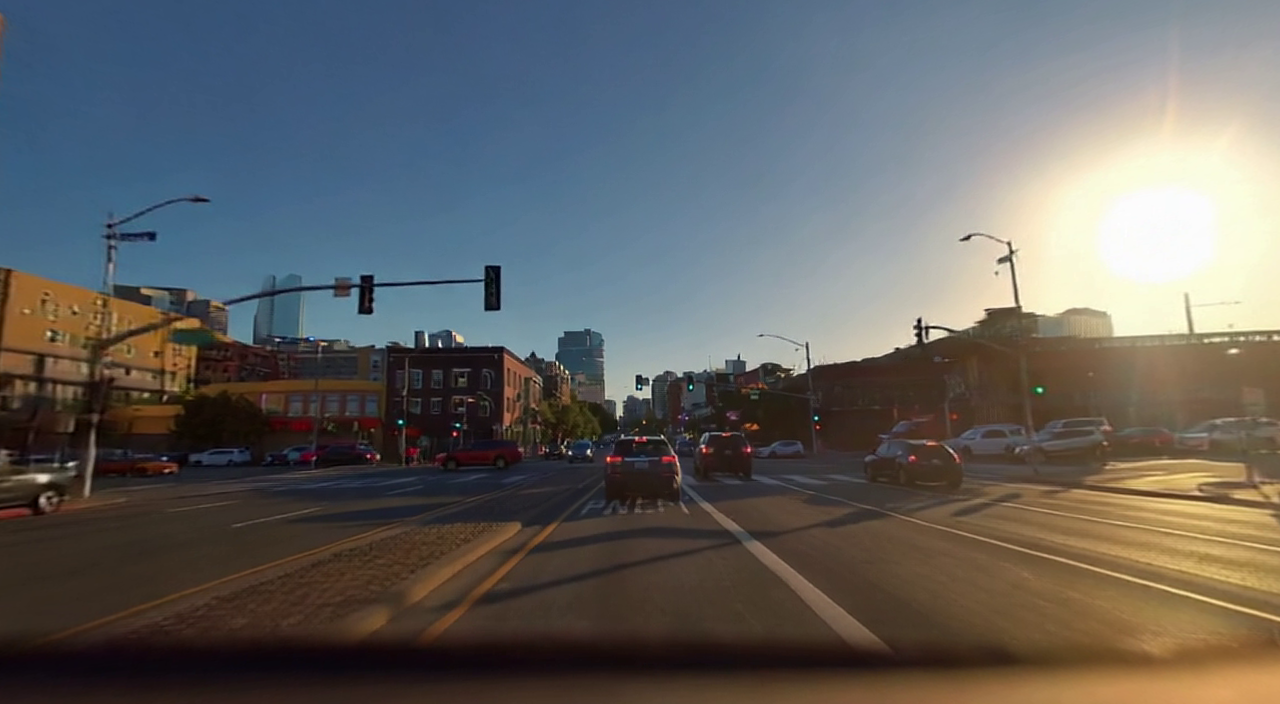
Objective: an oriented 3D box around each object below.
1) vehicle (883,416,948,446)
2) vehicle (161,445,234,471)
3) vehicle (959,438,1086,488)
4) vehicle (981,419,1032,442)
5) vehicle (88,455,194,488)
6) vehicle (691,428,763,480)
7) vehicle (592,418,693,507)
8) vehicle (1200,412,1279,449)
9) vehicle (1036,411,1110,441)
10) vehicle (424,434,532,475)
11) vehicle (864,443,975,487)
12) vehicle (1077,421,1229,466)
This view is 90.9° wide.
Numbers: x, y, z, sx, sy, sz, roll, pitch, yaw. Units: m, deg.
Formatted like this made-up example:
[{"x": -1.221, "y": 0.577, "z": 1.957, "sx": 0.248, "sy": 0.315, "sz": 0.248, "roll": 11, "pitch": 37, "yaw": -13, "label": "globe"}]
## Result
[{"x": 18.689, "y": 5.447, "z": 43.097, "sx": 2.123, "sy": 1.884, "sz": 5.170, "roll": 0, "pitch": -8, "yaw": 0, "label": "vehicle"}, {"x": -31.631, "y": 7.615, "z": 45.308, "sx": 2.060, "sy": 1.732, "sz": 5.462, "roll": 1, "pitch": -10, "yaw": -9, "label": "vehicle"}, {"x": 13.834, "y": 4.035, "z": 23.185, "sx": 1.734, "sy": 1.527, "sz": 4.531, "roll": -3, "pitch": -9, "yaw": -1, "label": "vehicle"}, {"x": 24.573, "y": 5.242, "z": 42.367, "sx": 1.422, "sy": 1.496, "sz": 3.318, "roll": 1, "pitch": -6, "yaw": 1, "label": "vehicle"}, {"x": -27.211, "y": 6.529, "z": 34.526, "sx": 3.892, "sy": 1.541, "sz": 2.031, "roll": 4, "pitch": -9, "yaw": -13, "label": "vehicle"}, {"x": 3.449, "y": 4.171, "z": 26.044, "sx": 2.115, "sy": 1.932, "sz": 5.189, "roll": 0, "pitch": -8, "yaw": -1, "label": "vehicle"}, {"x": 0.025, "y": 2.707, "z": 15.873, "sx": 2.157, "sy": 1.863, "sz": 4.665, "roll": 0, "pitch": -8, "yaw": -1, "label": "vehicle"}, {"x": 25.786, "y": 3.150, "z": 25.552, "sx": 1.812, "sy": 1.419, "sz": 4.725, "roll": -4, "pitch": -9, "yaw": 0, "label": "vehicle"}, {"x": 29.453, "y": 4.985, "z": 43.075, "sx": 1.913, "sy": 1.651, "sz": 4.727, "roll": 3, "pitch": -3, "yaw": 1, "label": "vehicle"}, {"x": -7.872, "y": 5.031, "z": 31.127, "sx": 4.827, "sy": 1.856, "sz": 2.291, "roll": 1, "pitch": -8, "yaw": -6, "label": "vehicle"}, {"x": 9.926, "y": 4.011, "z": 22.844, "sx": 1.863, "sy": 1.426, "sz": 4.494, "roll": 0, "pitch": -8, "yaw": -1, "label": "vehicle"}, {"x": 18.959, "y": 3.438, "z": 23.633, "sx": 1.735, "sy": 1.417, "sz": 4.476, "roll": -3, "pitch": -9, "yaw": -2, "label": "vehicle"}]
